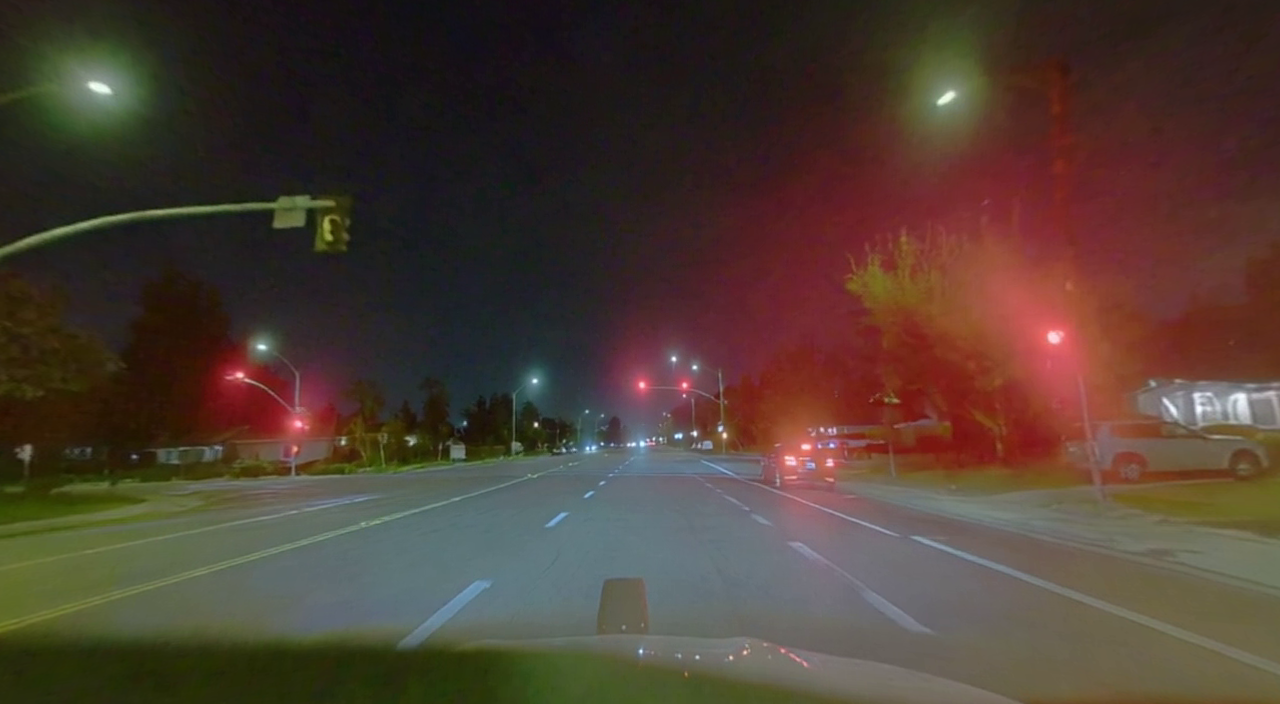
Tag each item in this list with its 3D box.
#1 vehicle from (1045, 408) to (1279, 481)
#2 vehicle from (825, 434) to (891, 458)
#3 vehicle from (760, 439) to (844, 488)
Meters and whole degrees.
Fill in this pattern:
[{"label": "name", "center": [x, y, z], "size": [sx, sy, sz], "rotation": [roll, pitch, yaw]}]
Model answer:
[{"label": "vehicle", "center": [13.319, 2.361, 16.055], "size": [4.474, 1.710, 2.148], "rotation": [0, -8, 1]}, {"label": "vehicle", "center": [14.870, 6.419, 43.174], "size": [3.769, 1.598, 1.987], "rotation": [0, -8, 1]}, {"label": "vehicle", "center": [5.673, 3.936, 22.582], "size": [1.950, 1.567, 4.083], "rotation": [0, -8, 1]}]
